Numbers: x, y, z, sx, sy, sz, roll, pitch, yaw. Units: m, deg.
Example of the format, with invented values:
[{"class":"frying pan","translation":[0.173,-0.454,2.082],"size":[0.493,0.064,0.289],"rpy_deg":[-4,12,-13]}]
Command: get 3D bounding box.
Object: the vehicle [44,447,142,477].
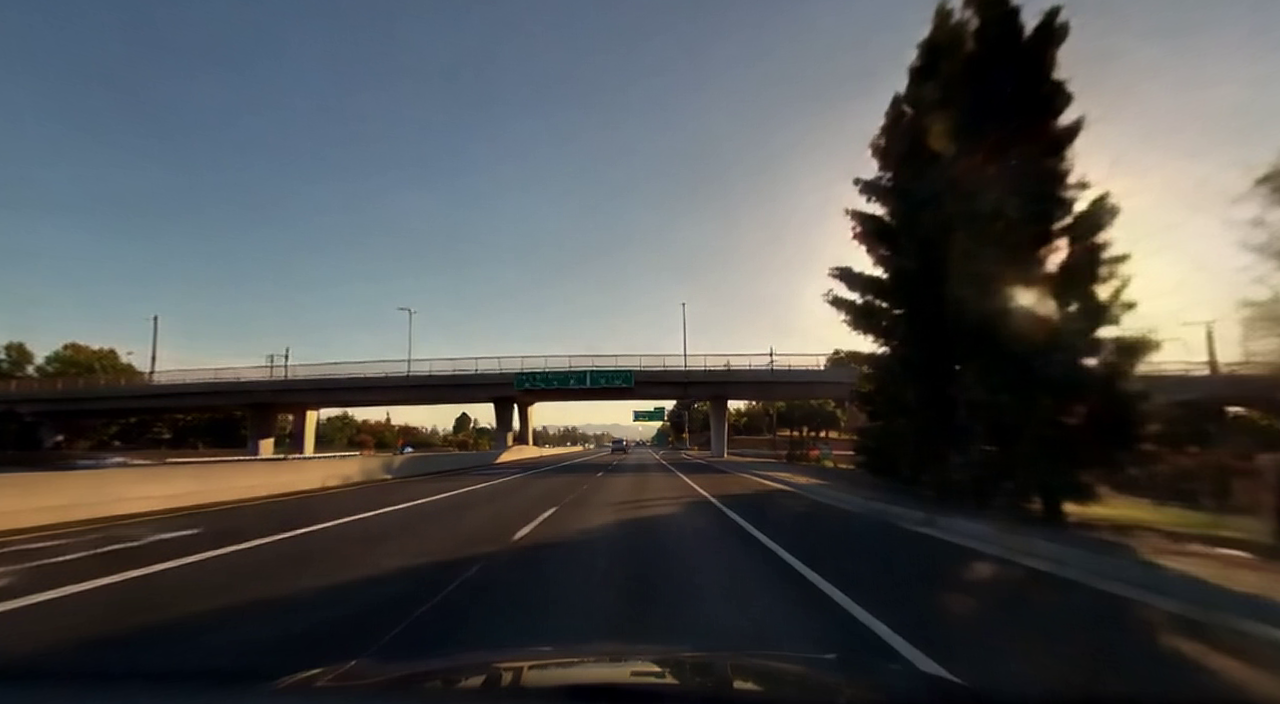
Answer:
[{"class":"vehicle","translation":[-35.406,7.104,41.008],"size":[2.007,1.769,4.826],"rpy_deg":[0,-8,0]}]
